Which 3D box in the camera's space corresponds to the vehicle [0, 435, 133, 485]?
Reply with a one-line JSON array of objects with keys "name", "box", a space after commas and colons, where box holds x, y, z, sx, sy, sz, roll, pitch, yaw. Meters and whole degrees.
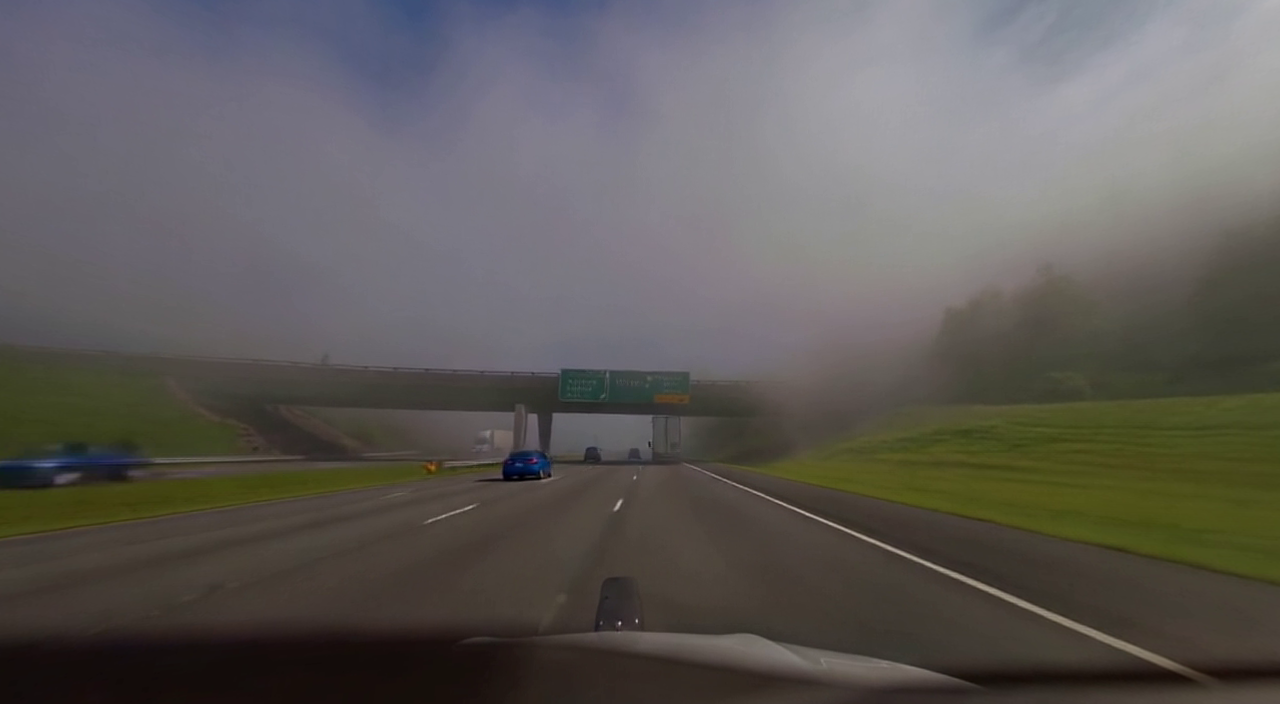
[{"name": "vehicle", "box": [-19.334, 3.494, 20.720, 1.715, 1.453, 4.310, 0, -9, 1]}]

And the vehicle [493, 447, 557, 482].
[{"name": "vehicle", "box": [-5.378, 5.315, 30.104, 2.038, 1.489, 4.603, -1, -9, 2]}]
